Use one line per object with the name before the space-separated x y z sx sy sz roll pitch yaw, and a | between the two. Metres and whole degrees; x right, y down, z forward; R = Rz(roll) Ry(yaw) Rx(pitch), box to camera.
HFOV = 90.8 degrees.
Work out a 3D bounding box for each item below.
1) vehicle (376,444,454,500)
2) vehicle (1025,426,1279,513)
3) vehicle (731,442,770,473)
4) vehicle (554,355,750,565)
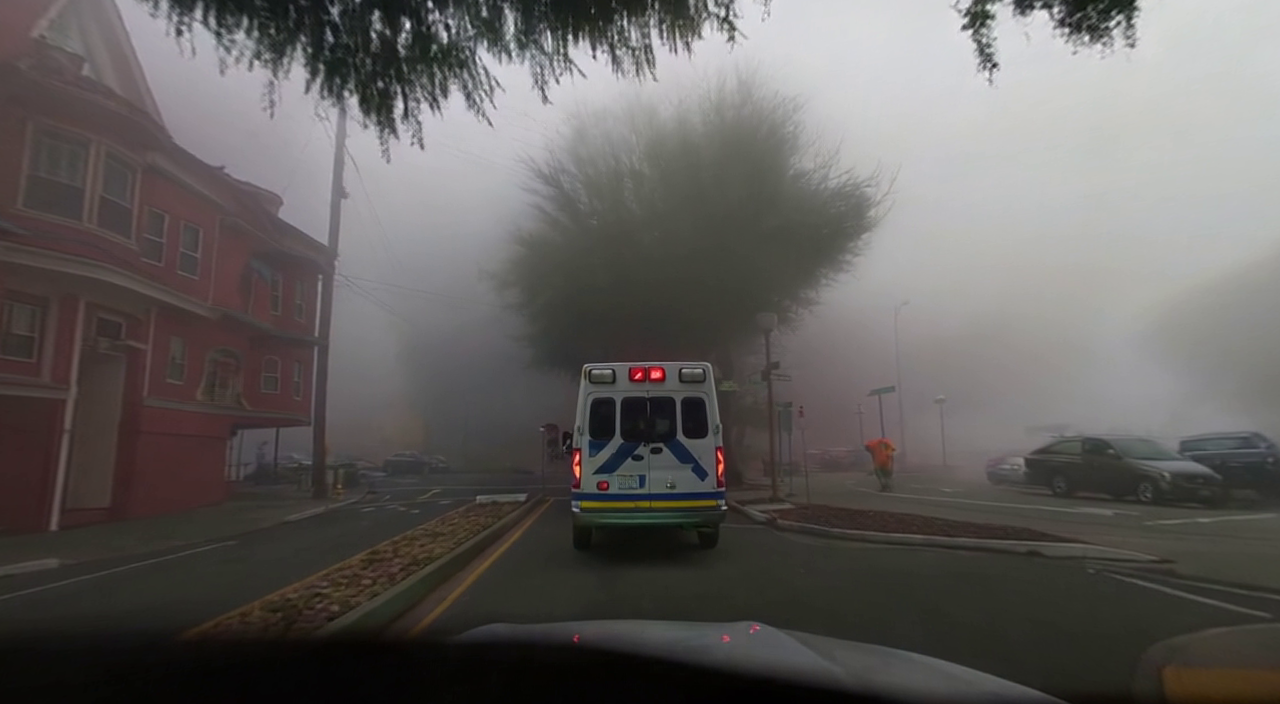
vehicle | -8.418 4.323 23.324 2.290 1.776 4.947 3 -9 -24
vehicle | 13.220 2.933 16.044 5.270 1.966 2.329 -2 -9 11
vehicle | 7.004 6.711 40.427 2.056 1.810 4.502 -1 -8 5
vehicle | 0.147 1.745 10.794 2.444 2.640 5.482 0 -8 0
